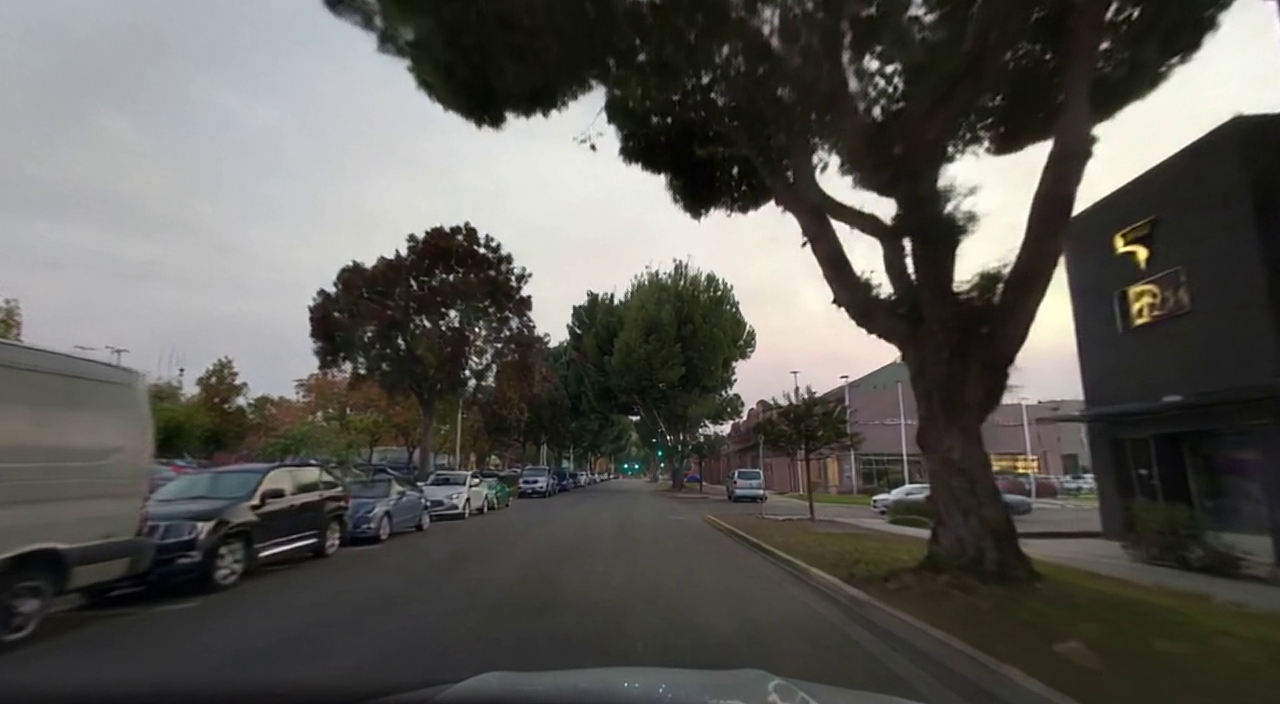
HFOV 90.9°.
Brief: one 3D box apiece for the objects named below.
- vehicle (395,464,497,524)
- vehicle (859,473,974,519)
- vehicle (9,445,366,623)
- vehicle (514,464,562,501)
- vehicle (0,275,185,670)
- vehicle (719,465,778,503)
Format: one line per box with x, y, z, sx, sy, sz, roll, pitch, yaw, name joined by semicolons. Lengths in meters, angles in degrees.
-5.963;4.419;19.962;1.957;1.634;4.164;1;-11;-1;vehicle
10.135;5.322;23.562;1.926;1.469;4.654;2;-11;-4;vehicle
-5.617;2.197;8.684;1.848;1.683;4.208;-4;-8;-1;vehicle
-6.124;7.908;38.420;2.196;2.001;5.548;1;-11;-2;vehicle
-5.660;0.585;3.081;2.526;2.655;5.480;0;-11;1;vehicle
5.545;6.849;32.814;2.054;1.779;4.650;1;-11;-3;vehicle
